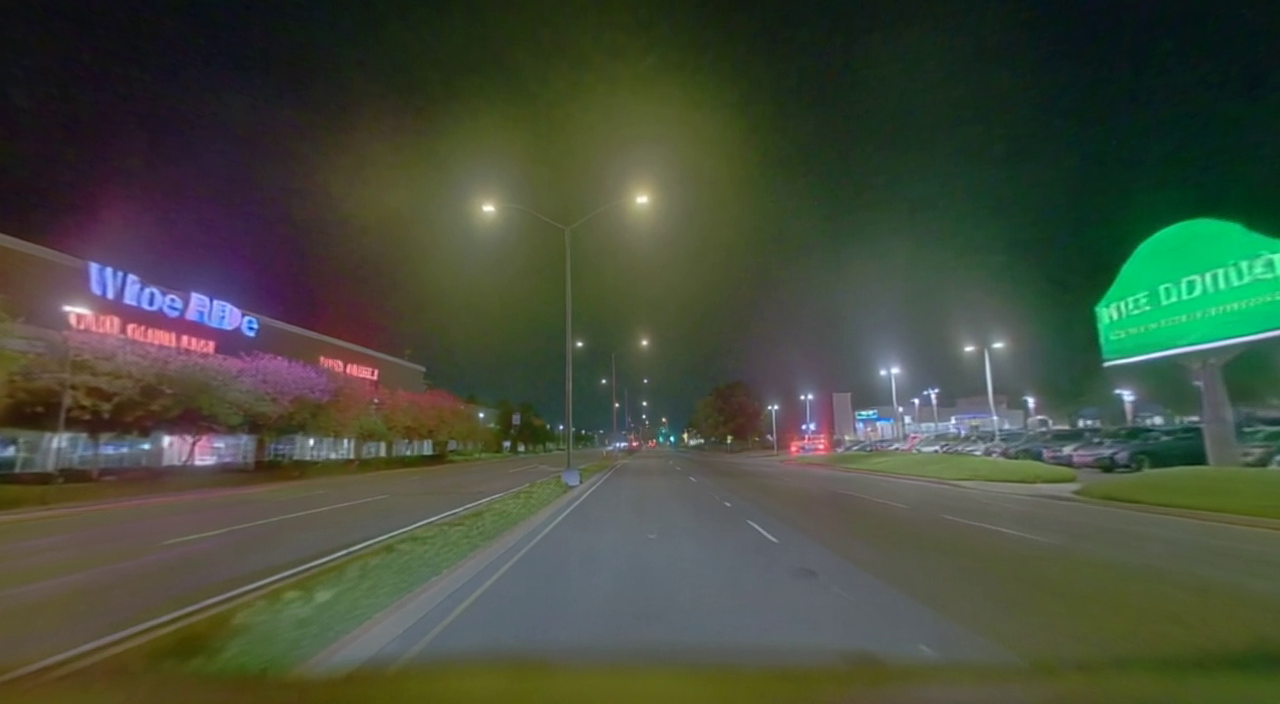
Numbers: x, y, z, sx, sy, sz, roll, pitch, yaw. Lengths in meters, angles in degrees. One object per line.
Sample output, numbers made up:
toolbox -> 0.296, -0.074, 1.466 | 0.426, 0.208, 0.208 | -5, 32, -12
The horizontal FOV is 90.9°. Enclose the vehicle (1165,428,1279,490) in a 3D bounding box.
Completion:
vehicle -> 17.502, 2.853, 17.125 | 4.554, 1.547, 2.057 | -1, -9, -1
